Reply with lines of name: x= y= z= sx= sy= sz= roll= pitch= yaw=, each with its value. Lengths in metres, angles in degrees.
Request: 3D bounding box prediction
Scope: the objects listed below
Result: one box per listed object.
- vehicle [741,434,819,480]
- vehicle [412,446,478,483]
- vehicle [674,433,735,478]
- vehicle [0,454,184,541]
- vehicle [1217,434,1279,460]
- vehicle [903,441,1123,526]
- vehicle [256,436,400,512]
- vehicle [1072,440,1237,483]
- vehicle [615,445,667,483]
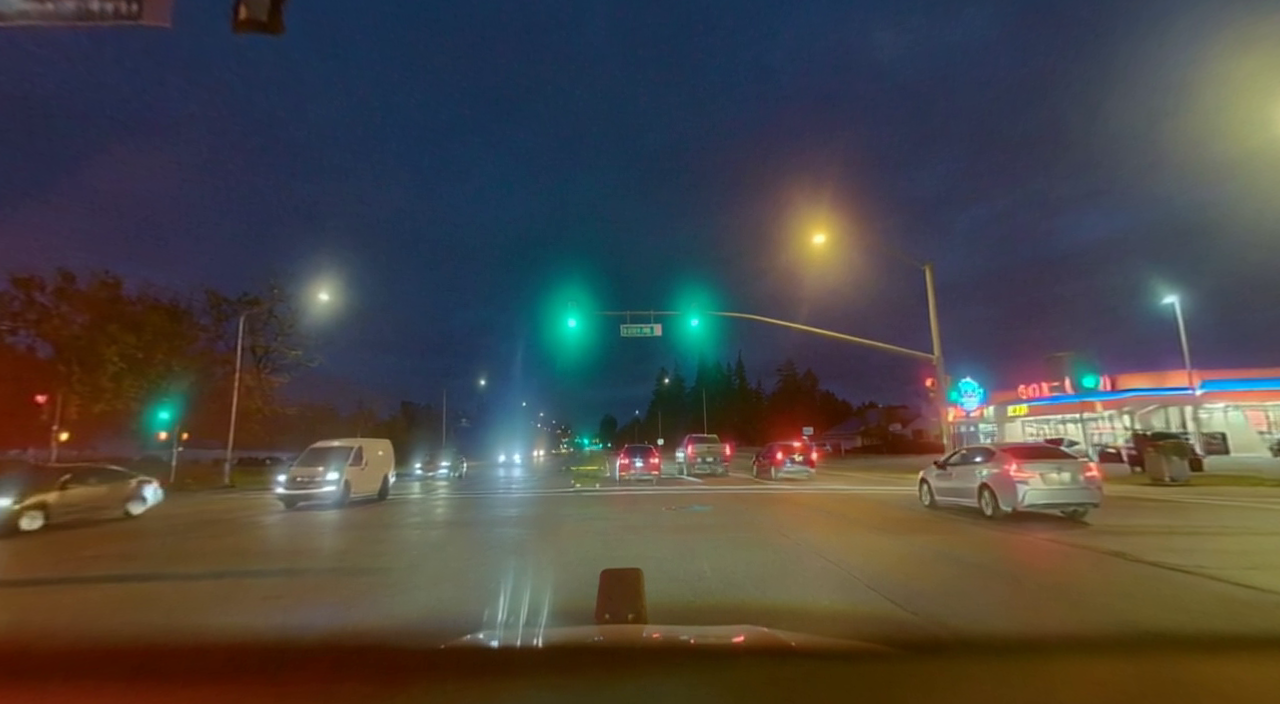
vehicle: x=6.639 y=5.046 z=30.601 sx=2.323 sy=2.009 sz=5.266 roll=0 pitch=-8 yaw=-3
vehicle: x=-8.952 y=5.171 z=29.332 sx=1.827 sy=1.602 sz=4.115 roll=0 pitch=-8 yaw=-1
vehicle: x=3.208 y=5.313 z=32.690 sx=2.358 sy=2.116 sz=5.328 roll=0 pitch=-8 yaw=-3
vehicle: x=-12.592 y=2.993 z=13.604 sx=1.969 sy=1.486 sz=4.773 roll=0 pitch=-8 yaw=0
vehicle: x=35.890 y=5.400 z=35.893 sx=4.230 sy=1.449 sz=1.782 roll=0 pitch=-8 yaw=0
vehicle: x=7.624 y=2.683 z=13.552 sx=1.905 sy=1.498 sz=4.463 roll=0 pitch=-8 yaw=-1
vehicle: x=-8.253 y=3.210 z=17.168 sx=1.904 sy=1.789 sz=4.021 roll=0 pitch=-8 yaw=-2
vehicle: x=18.198 y=3.881 z=22.474 sx=4.227 sy=1.460 sz=1.777 roll=0 pitch=-8 yaw=2
vehicle: x=-0.034 y=4.628 z=26.338 sx=2.038 sy=1.447 sz=3.756 roll=0 pitch=-8 yaw=-2
